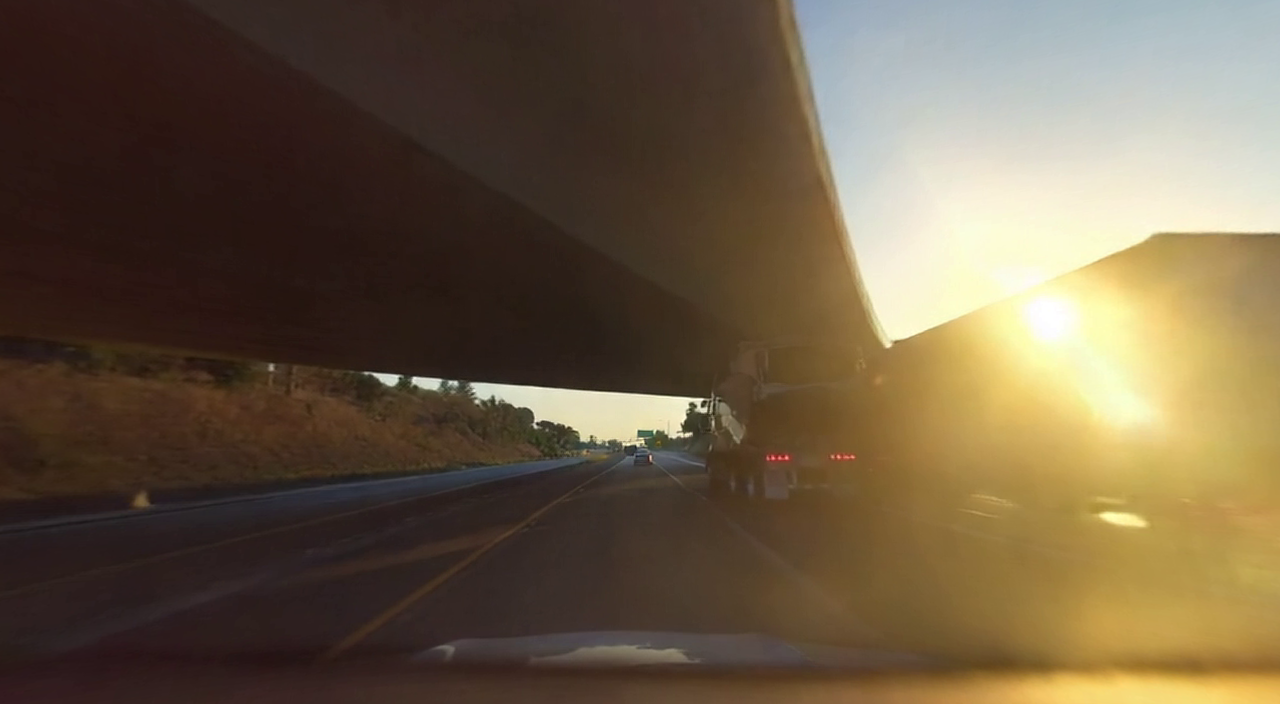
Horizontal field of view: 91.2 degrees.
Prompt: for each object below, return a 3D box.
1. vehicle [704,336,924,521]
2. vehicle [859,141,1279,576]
[{"bbox_3d":[3.515,1.945,15.203,2.859,3.332,7.735,0,-9,-2],"label":"vehicle"},{"bbox_3d":[7.922,0.826,11.441,3.268,4.172,12.771,-1,-8,1],"label":"vehicle"}]
